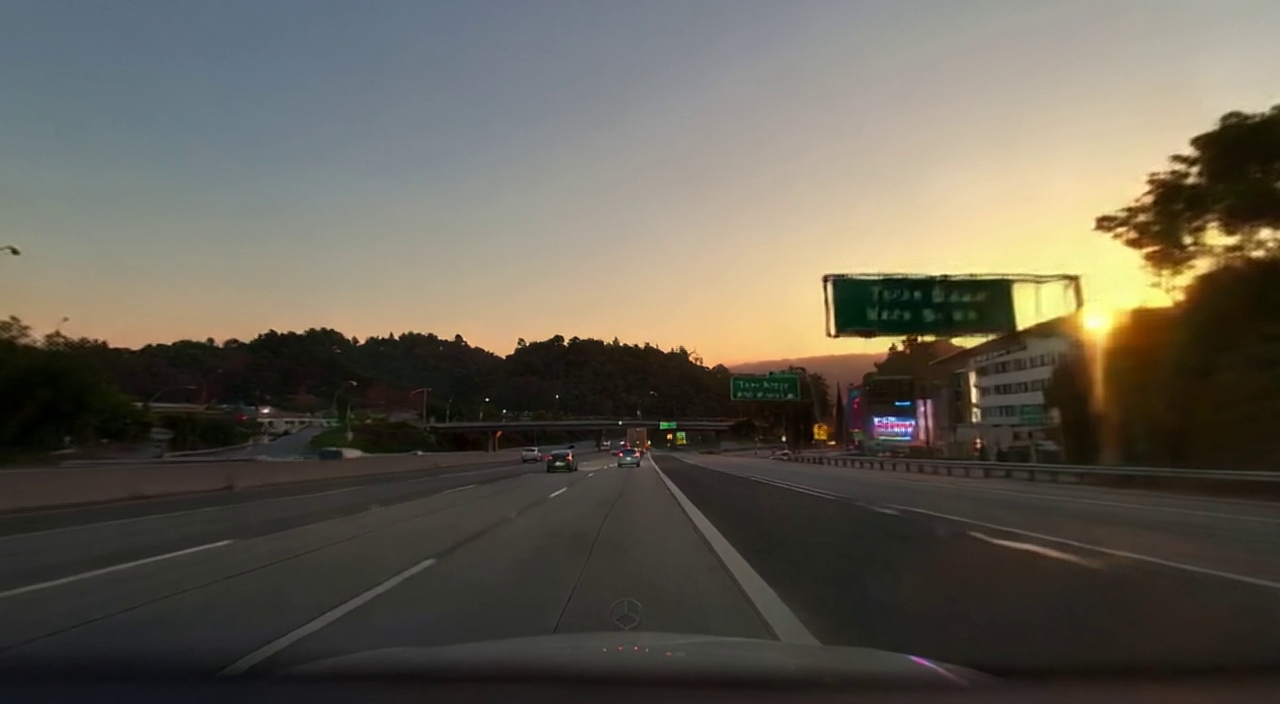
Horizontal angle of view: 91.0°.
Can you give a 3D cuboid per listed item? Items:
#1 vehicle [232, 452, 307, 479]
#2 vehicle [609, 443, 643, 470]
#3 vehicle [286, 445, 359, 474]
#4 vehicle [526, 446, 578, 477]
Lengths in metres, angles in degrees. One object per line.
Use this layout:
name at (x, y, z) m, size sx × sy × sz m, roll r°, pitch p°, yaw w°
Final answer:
vehicle at (-22.374, 6.830, 38.243) m, size 1.923 × 1.488 × 4.300 m, roll 0°, pitch -9°, yaw 0°
vehicle at (-0.896, 6.997, 42.162) m, size 2.102 × 1.692 × 4.057 m, roll 0°, pitch -9°, yaw 1°
vehicle at (-18.555, 6.281, 37.039) m, size 2.024 × 1.594 × 4.333 m, roll 0°, pitch -9°, yaw 0°
vehicle at (-4.605, 5.821, 33.711) m, size 2.071 × 1.553 × 4.388 m, roll 0°, pitch -9°, yaw 1°
